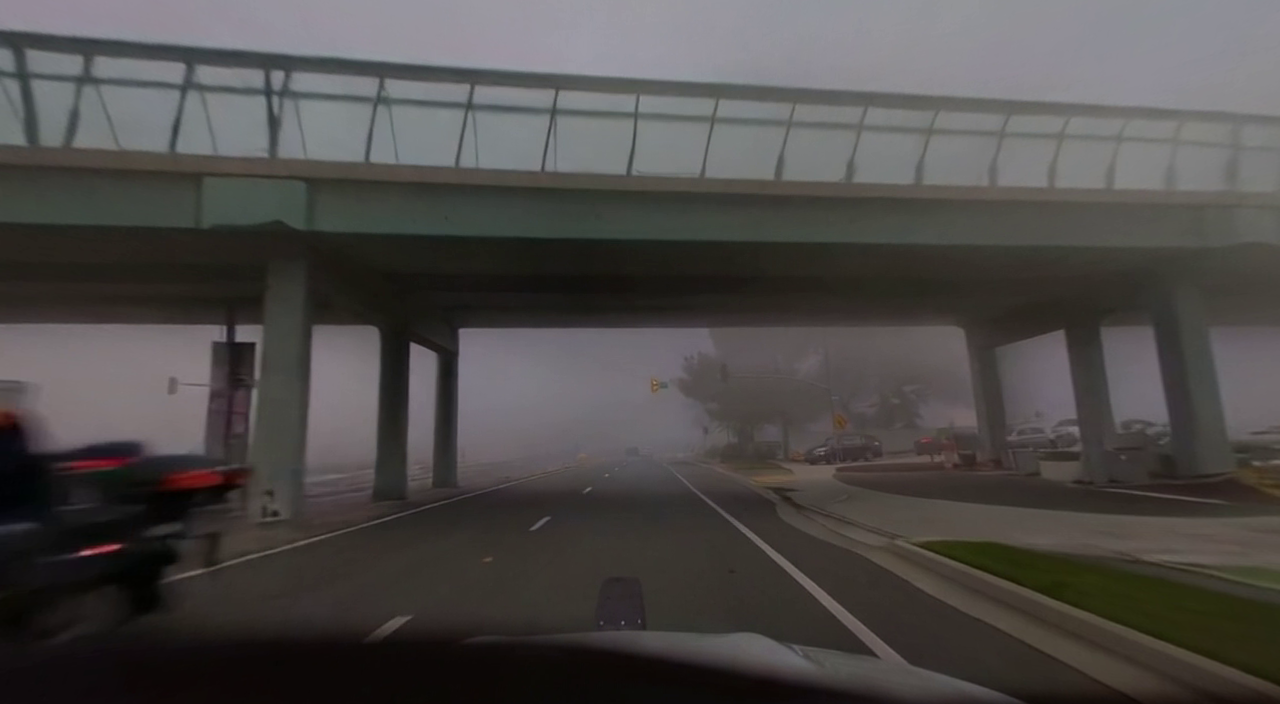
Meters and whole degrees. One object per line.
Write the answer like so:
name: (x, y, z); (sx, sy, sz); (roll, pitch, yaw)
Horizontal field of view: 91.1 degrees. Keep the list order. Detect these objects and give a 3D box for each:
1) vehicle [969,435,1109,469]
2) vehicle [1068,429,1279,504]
vehicle: (17.295, 4.352, 27.380); (4.647, 1.421, 2.050); (-1, -8, 2)
vehicle: (14.411, 2.878, 16.429); (2.078, 1.523, 4.760); (2, -6, -34)
